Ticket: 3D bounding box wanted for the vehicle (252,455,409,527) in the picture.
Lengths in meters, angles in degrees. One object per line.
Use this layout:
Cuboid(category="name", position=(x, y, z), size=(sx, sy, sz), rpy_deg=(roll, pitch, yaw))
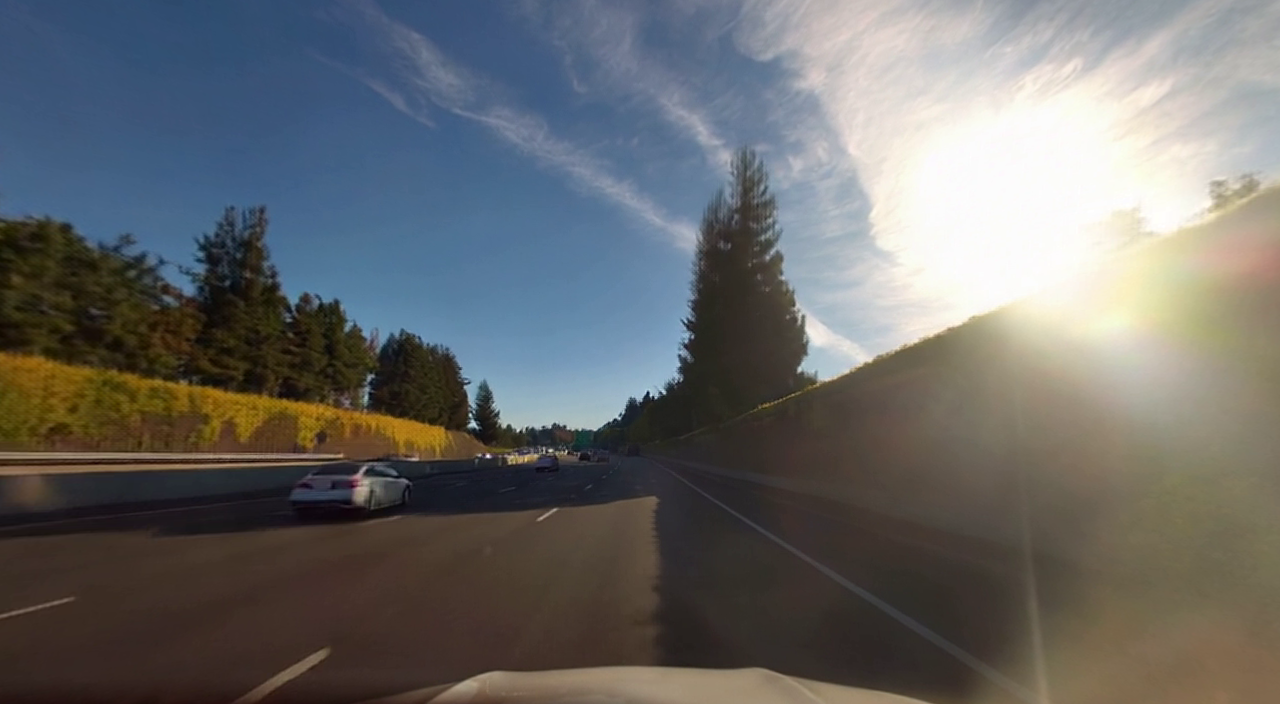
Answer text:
Cuboid(category="vehicle", position=(-7.102, 3.191, 14.948), size=(1.782, 1.441, 3.751), rpy_deg=(0, -9, 1))
